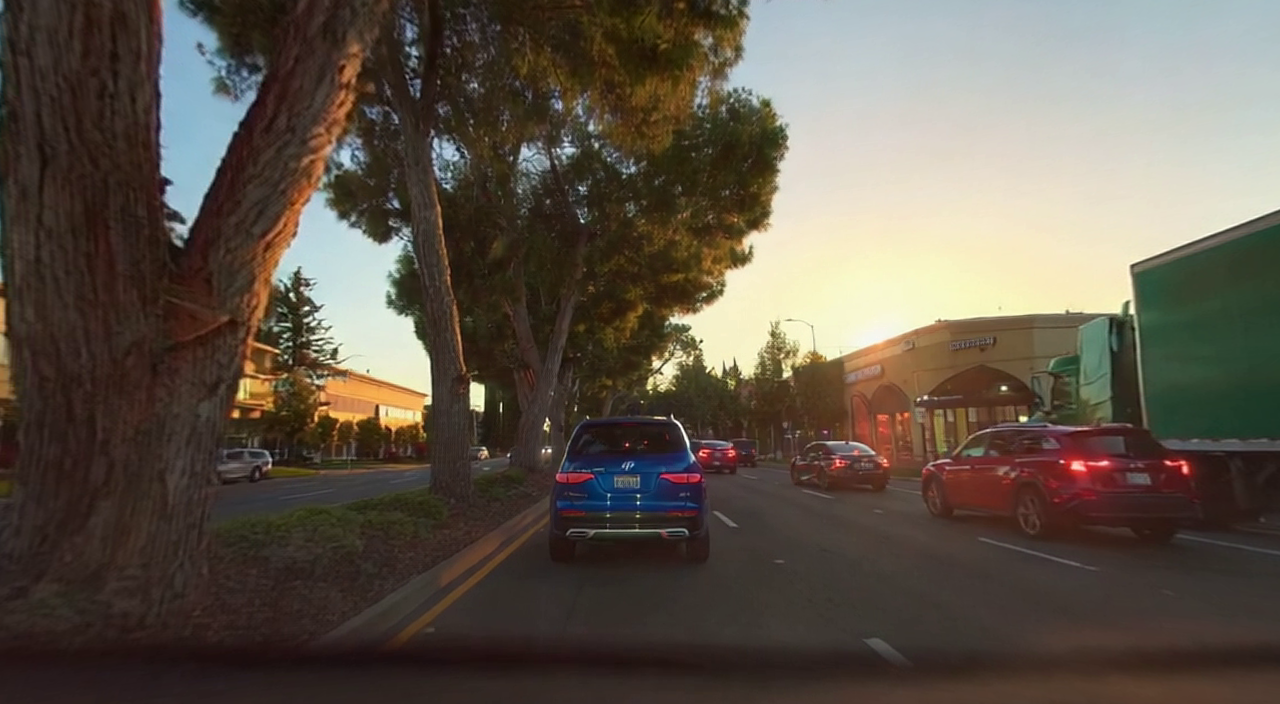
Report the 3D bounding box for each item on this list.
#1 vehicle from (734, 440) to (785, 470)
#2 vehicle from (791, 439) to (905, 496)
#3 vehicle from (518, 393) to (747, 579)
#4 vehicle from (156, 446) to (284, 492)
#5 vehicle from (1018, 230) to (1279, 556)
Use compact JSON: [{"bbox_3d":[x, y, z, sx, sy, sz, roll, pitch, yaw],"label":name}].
[{"bbox_3d":[6.451,5.605,34.625,1.914,1.523,4.287,0,-9,0],"label":"vehicle"},{"bbox_3d":[6.263,3.514,19.653,2.035,1.553,4.465,0,-9,0],"label":"vehicle"},{"bbox_3d":[-0.106,1.679,8.609,2.320,1.880,4.192,0,-9,-1],"label":"vehicle"},{"bbox_3d":[-19.235,5.335,29.339,2.302,1.939,5.221,0,-9,1],"label":"vehicle"},{"bbox_3d":[9.975,0.068,5.250,2.879,4.284,17.334,0,-9,-1],"label":"vehicle"}]
